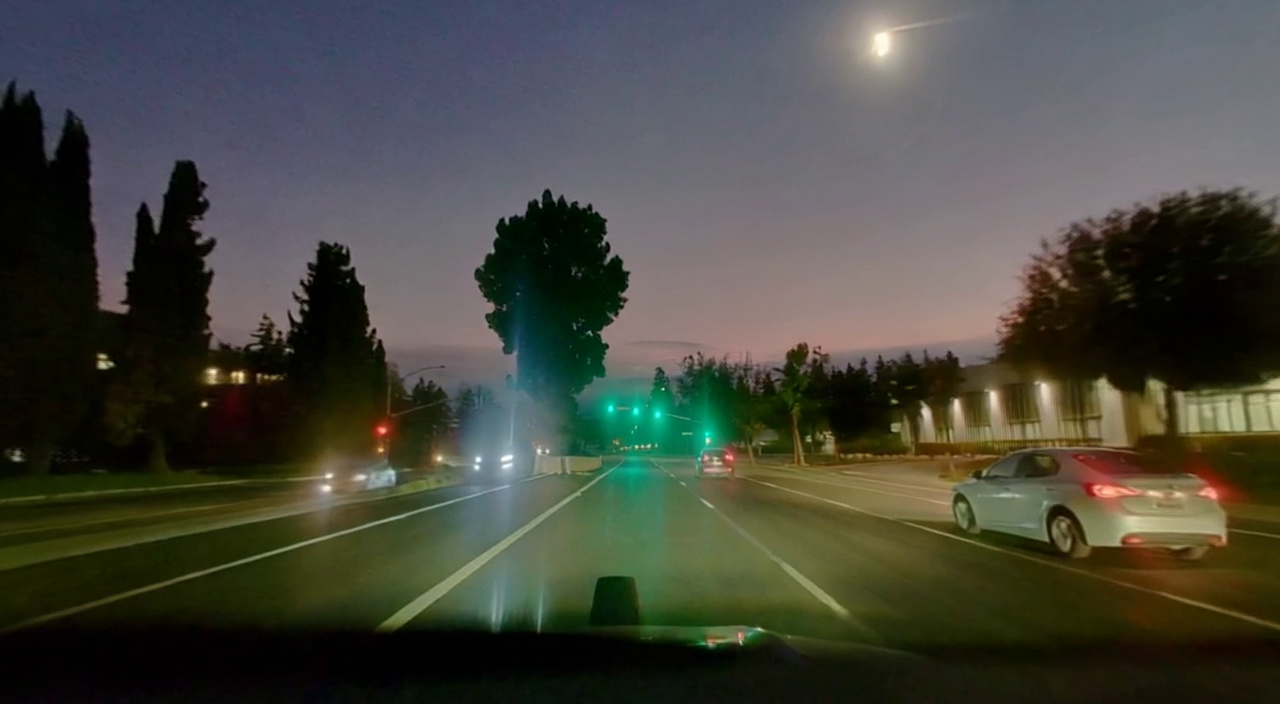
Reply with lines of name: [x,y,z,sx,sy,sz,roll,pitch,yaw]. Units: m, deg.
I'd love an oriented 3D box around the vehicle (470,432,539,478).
vehicle: [-6.718,5.213,32.114,2.141,2.111,5.940,0,-9,0]

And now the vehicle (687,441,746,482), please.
vehicle: [3.504,5.127,29.923,2.095,1.759,4.862,0,-9,-1]

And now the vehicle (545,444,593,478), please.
vehicle: [-3.581,5.584,32.516,1.948,1.595,4.256,0,-9,0]

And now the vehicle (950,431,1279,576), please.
vehicle: [6.730,2.052,9.386,2.000,1.618,4.238,0,-9,-1]

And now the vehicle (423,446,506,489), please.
vehicle: [-6.650,4.398,24.439,1.970,1.483,4.269,0,-9,0]
